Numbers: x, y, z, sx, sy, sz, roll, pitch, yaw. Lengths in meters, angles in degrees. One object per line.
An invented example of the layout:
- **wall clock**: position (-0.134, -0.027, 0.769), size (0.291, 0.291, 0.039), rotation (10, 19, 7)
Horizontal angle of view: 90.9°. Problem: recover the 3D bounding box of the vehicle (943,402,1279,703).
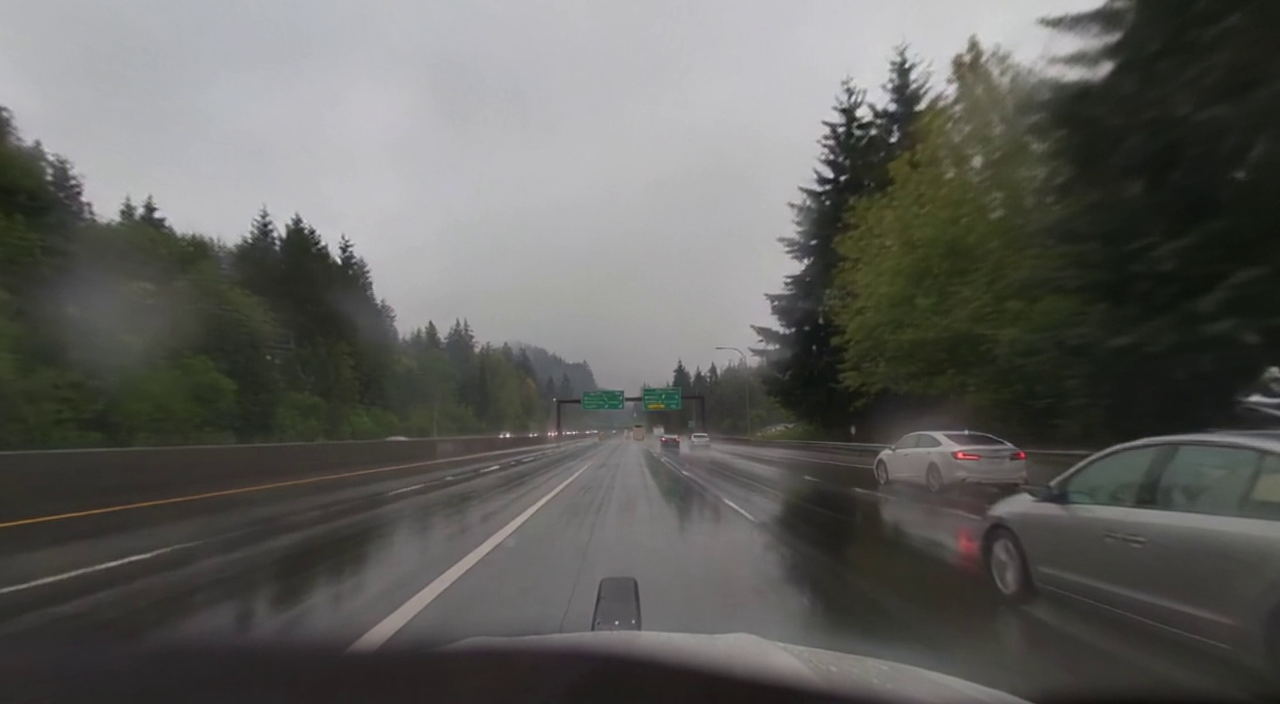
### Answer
- **vehicle**: position (3.801, 1.017, 3.262), size (2.094, 1.441, 4.568), rotation (0, -7, -2)
